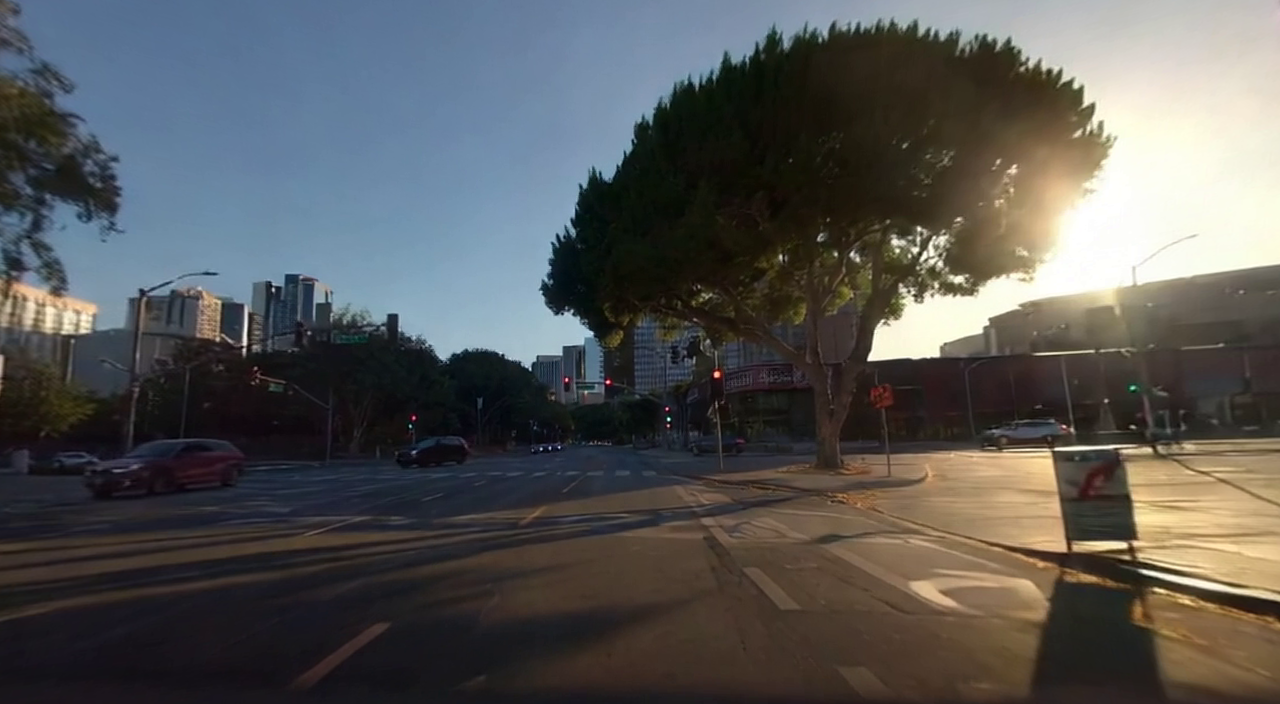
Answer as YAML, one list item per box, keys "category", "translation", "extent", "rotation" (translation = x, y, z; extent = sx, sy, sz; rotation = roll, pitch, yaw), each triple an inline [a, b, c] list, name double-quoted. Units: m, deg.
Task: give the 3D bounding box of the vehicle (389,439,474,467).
- category: "vehicle"
  translation: [-12.321, 5.996, 37.598]
  extent: [1.912, 1.500, 4.577]
  rotation: [-6, -10, 32]

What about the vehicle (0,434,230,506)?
- category: "vehicle"
  translation: [-13.306, 2.986, 16.432]
  extent: [2.111, 1.598, 4.359]
  rotation: [-1, -9, 5]

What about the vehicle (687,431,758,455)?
- category: "vehicle"
  translation: [5.790, 6.360, 44.226]
  extent: [4.572, 1.599, 1.938]
  rotation: [4, -9, -24]
